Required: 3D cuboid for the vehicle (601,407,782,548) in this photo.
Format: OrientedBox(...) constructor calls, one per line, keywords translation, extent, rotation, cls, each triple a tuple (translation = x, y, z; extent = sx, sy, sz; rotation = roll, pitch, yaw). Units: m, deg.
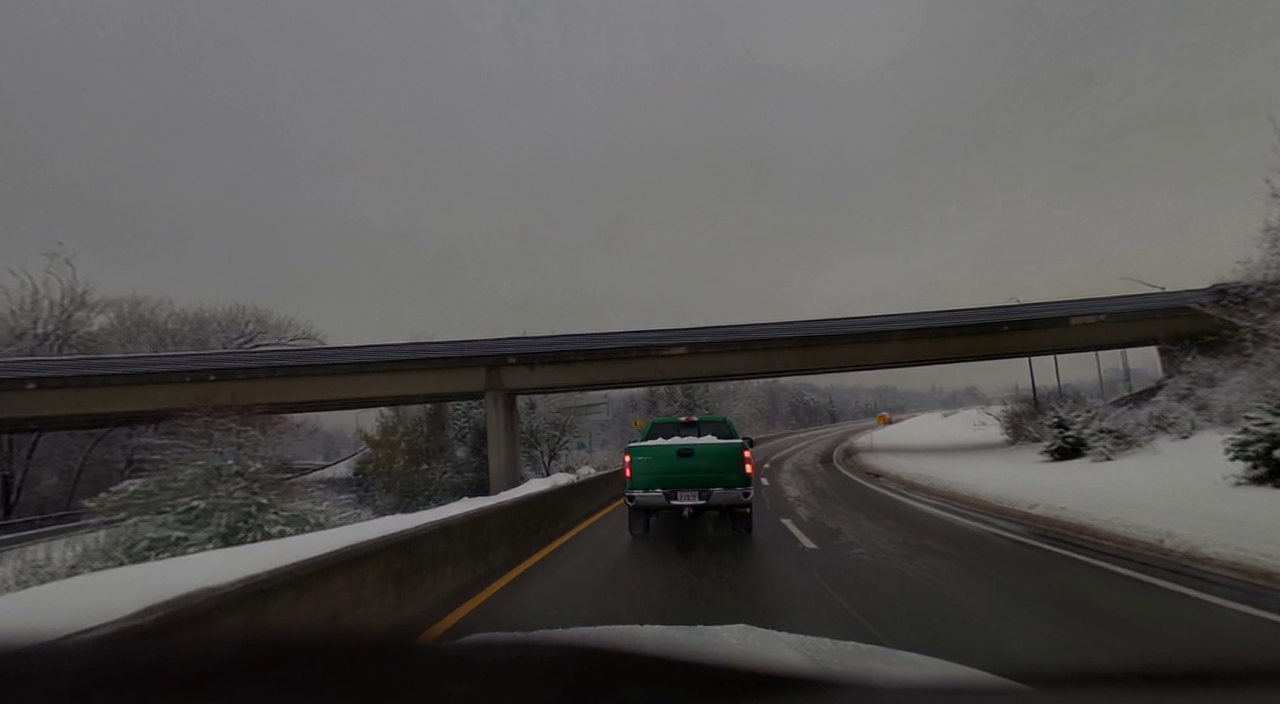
OrientedBox(translation=(0.829, 1.887, 10.117), extent=(2.235, 1.716, 4.435), rotation=(-1, -8, 5), cls="vehicle")
